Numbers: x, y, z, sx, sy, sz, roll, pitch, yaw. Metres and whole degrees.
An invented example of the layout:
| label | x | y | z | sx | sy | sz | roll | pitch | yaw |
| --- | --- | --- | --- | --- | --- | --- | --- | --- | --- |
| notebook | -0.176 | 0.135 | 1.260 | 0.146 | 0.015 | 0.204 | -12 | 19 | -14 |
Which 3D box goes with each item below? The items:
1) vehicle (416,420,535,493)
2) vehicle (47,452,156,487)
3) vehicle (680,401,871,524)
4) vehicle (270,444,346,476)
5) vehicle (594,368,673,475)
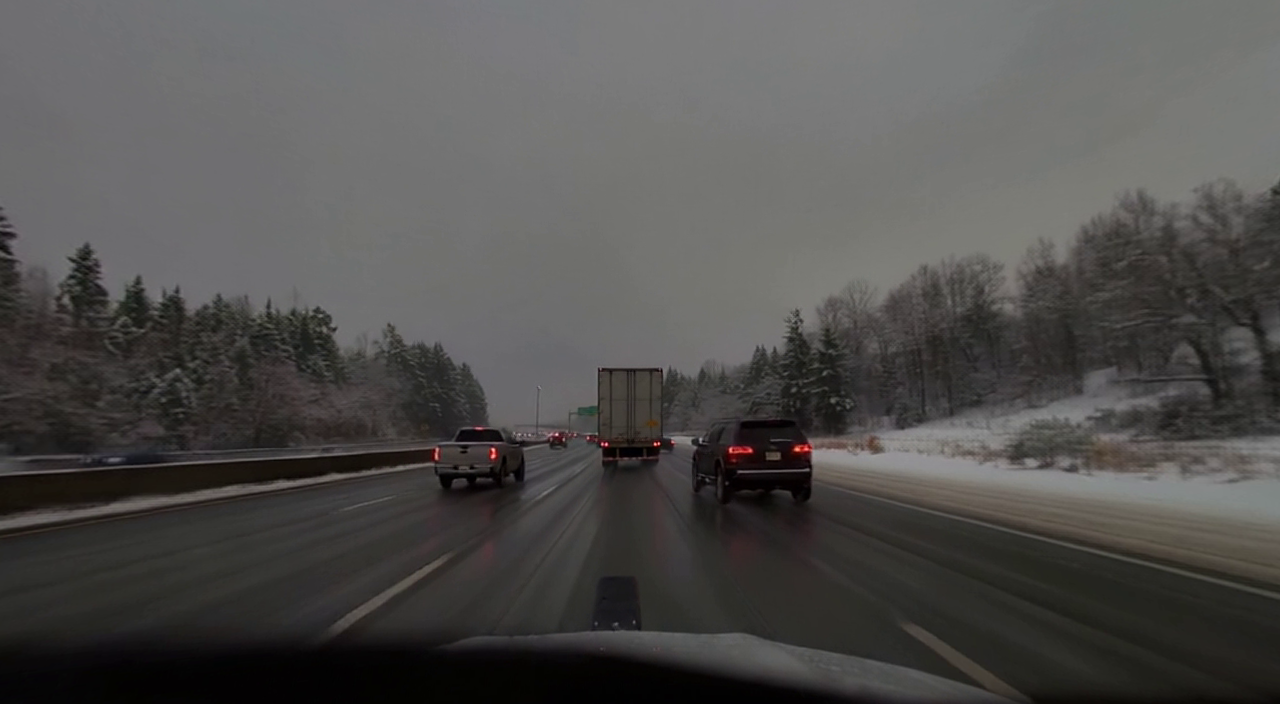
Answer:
| label | x | y | z | sx | sy | sz | roll | pitch | yaw |
| --- | --- | --- | --- | --- | --- | --- | --- | --- | --- |
| vehicle | -4.343 | 2.833 | 17.437 | 2.134 | 1.752 | 4.375 | 0 | -8 | 0 |
| vehicle | -28.092 | 6.132 | 33.015 | 1.863 | 1.577 | 4.445 | 0 | -8 | -1 |
| vehicle | 2.216 | 1.992 | 11.965 | 2.118 | 1.832 | 4.901 | 1 | -8 | -5 |
| vehicle | -16.665 | 5.422 | 31.795 | 1.791 | 1.467 | 3.923 | 0 | -8 | -2 |
| vehicle | -0.566 | 3.264 | 28.452 | 2.904 | 3.915 | 10.473 | 0 | -8 | -4 |
